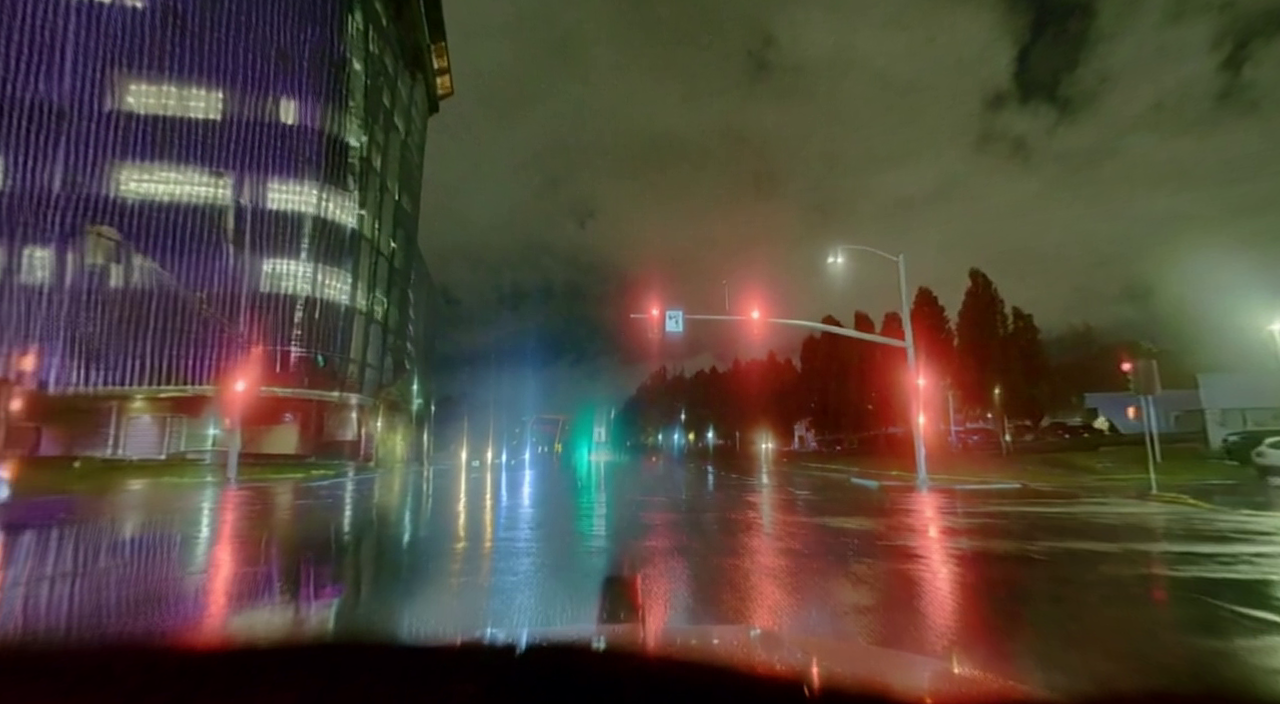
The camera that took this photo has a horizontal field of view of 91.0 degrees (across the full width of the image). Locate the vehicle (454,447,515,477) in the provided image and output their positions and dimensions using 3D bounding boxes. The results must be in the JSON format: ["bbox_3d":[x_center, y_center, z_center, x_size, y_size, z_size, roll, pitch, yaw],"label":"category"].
[{"bbox_3d":[-8.496,6.039,34.870,2.113,1.535,4.504,0,-9,1],"label":"vehicle"}]

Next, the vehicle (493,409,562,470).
[{"bbox_3d":[-7.987,6.530,46.563,3.109,3.888,11.000,1,-9,0],"label":"vehicle"}]
